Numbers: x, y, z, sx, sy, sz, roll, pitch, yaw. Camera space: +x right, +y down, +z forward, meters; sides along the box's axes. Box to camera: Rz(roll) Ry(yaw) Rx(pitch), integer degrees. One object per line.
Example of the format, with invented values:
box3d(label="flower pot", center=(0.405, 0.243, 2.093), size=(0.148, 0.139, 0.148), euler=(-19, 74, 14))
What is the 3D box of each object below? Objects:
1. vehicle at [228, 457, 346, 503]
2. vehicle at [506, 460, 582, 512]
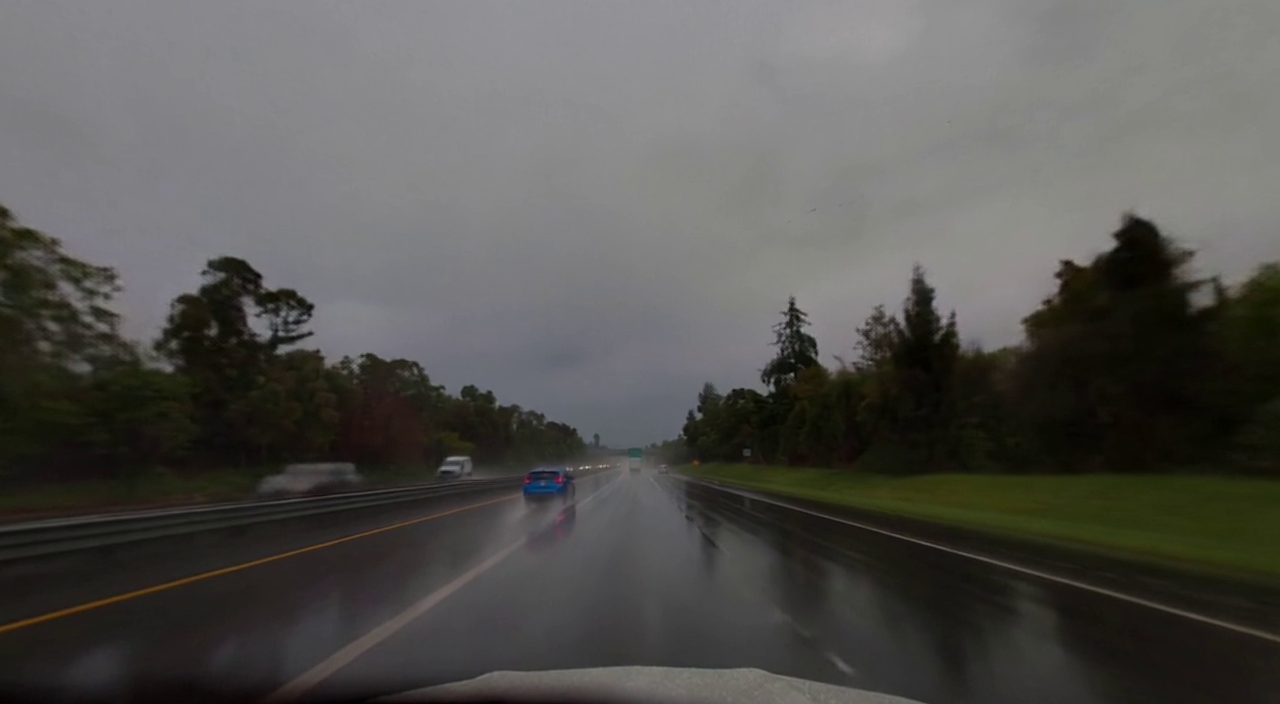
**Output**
box3d(label="vehicle", center=(-11.932, 4.354, 21.621), size=(1.787, 1.407, 3.831), euler=(1, -10, 0))
box3d(label="vehicle", center=(-3.064, 4.395, 20.961), size=(1.797, 1.532, 4.072), euler=(1, -10, 1))
